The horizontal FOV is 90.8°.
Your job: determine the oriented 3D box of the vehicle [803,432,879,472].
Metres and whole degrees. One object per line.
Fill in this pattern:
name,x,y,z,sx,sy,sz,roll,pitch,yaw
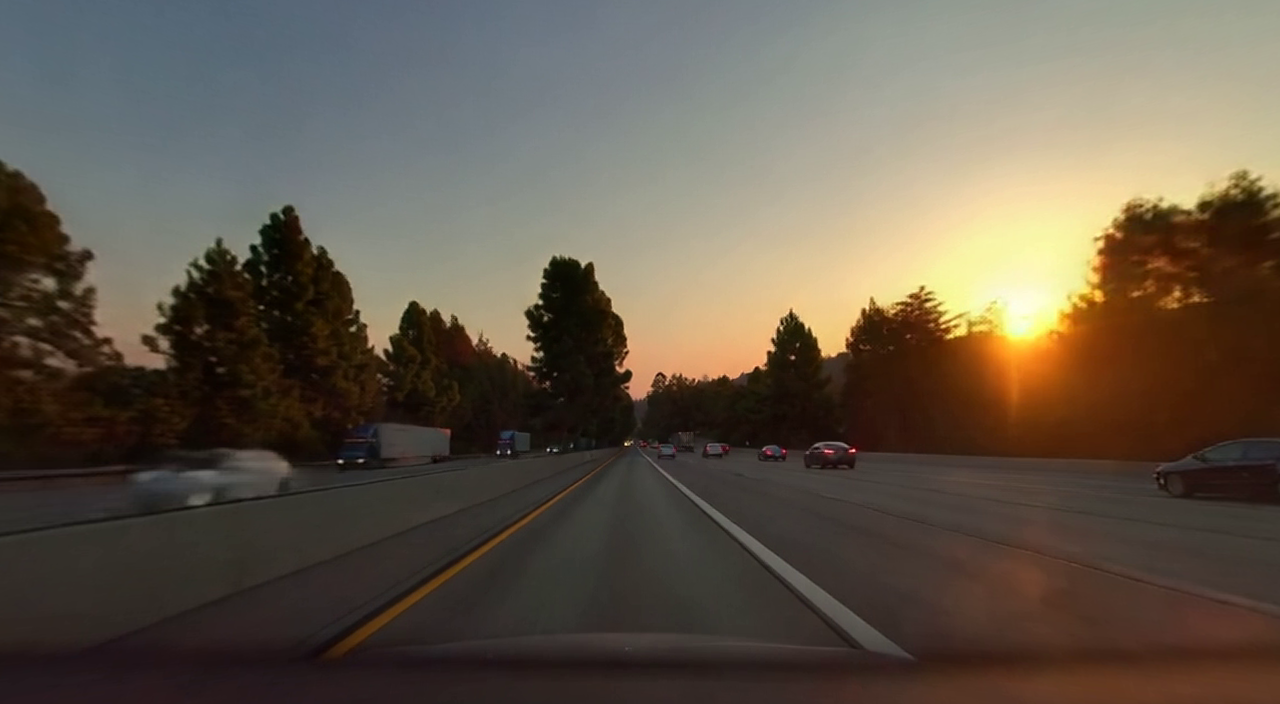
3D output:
vehicle,9.677,4.865,30.853,2.098,1.820,4.505,0,-8,-2

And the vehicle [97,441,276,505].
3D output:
vehicle,-12.634,3.368,18.035,1.936,1.573,4.320,0,-9,-1

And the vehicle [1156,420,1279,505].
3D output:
vehicle,13.956,2.354,13.563,1.957,1.709,4.387,0,-8,-1

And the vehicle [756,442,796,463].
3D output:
vehicle,10.164,7.563,47.613,1.931,1.479,4.183,0,-8,-2
